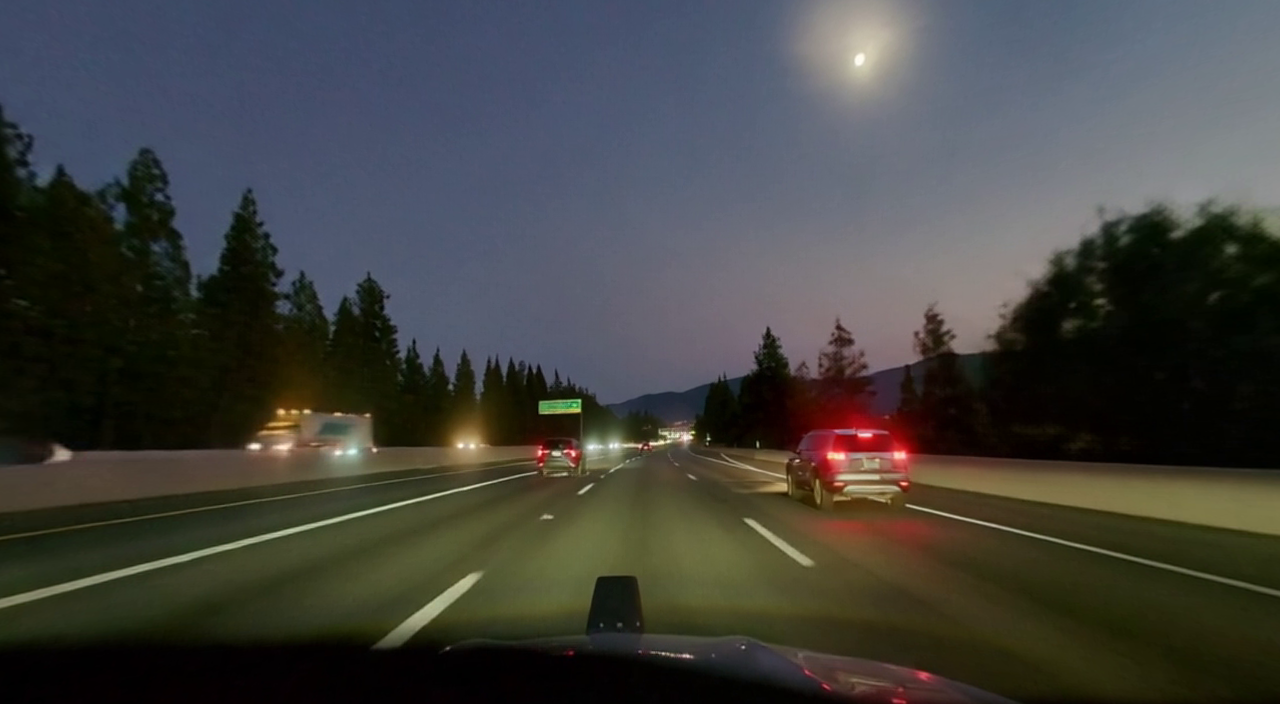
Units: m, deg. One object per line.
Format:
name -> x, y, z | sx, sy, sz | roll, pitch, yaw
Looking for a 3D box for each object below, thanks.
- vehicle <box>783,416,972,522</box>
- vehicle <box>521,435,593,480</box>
vehicle -> 4.562, 2.323, 12.993 | 2.149, 1.796, 4.487 | 0, -8, 0
vehicle -> -3.159, 4.130, 24.825 | 2.166, 1.608, 4.297 | 0, -8, 2
